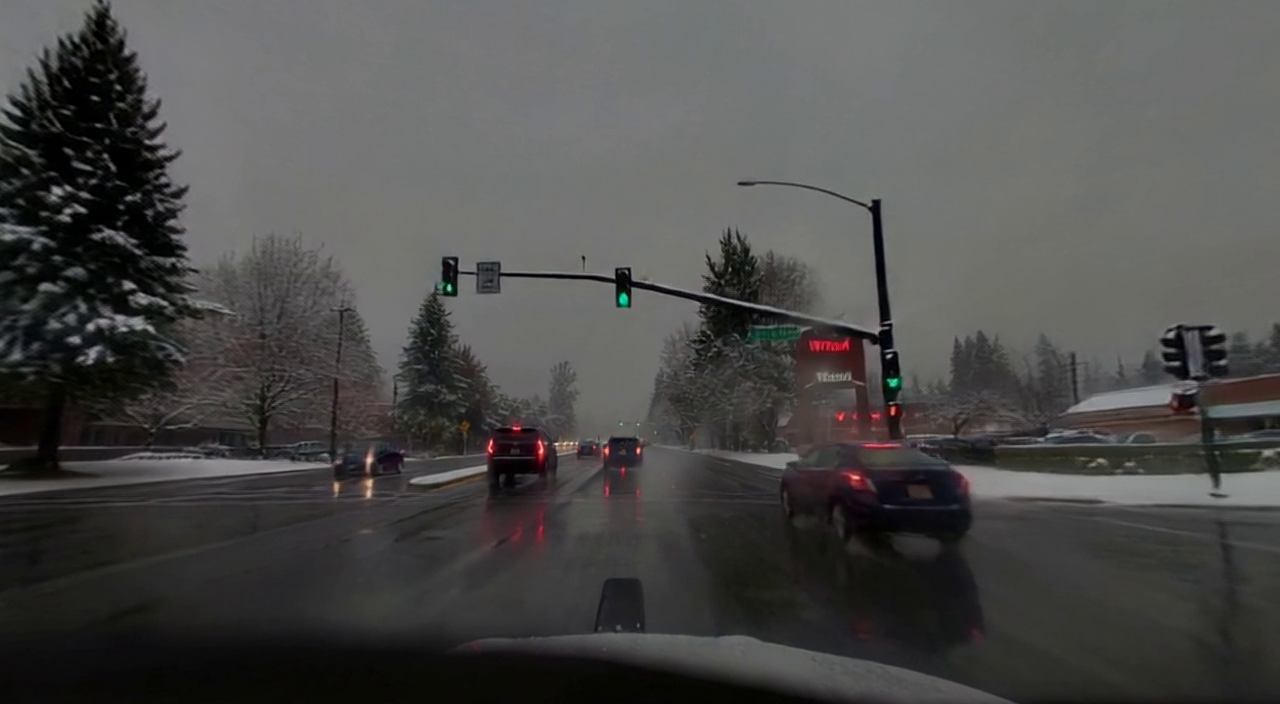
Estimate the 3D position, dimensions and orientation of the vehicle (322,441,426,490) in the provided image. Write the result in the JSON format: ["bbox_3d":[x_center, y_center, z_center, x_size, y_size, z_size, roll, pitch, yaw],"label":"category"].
[{"bbox_3d":[-9.223,3.930,22.333,1.867,1.427,4.371,-3,-8,-1],"label":"vehicle"}]

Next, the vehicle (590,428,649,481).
[{"bbox_3d":[-0.737,3.874,23.994,2.061,1.809,4.141,0,-8,-1],"label":"vehicle"}]

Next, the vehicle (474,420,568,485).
[{"bbox_3d":[-4.021,3.529,22.436,2.252,1.999,5.605,0,-8,0],"label":"vehicle"}]

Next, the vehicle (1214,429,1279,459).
[{"bbox_3d":[31.713,4.581,31.496,4.347,1.457,1.785,0,-8,0],"label":"vehicle"}]

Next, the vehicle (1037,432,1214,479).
[{"bbox_3d":[18.975,4.048,24.892,5.209,1.743,2.081,0,-8,0],"label":"vehicle"}]

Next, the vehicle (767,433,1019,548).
[{"bbox_3d":[3.707,2.108,10.384,2.207,1.447,4.418,0,-8,-2],"label":"vehicle"}]
